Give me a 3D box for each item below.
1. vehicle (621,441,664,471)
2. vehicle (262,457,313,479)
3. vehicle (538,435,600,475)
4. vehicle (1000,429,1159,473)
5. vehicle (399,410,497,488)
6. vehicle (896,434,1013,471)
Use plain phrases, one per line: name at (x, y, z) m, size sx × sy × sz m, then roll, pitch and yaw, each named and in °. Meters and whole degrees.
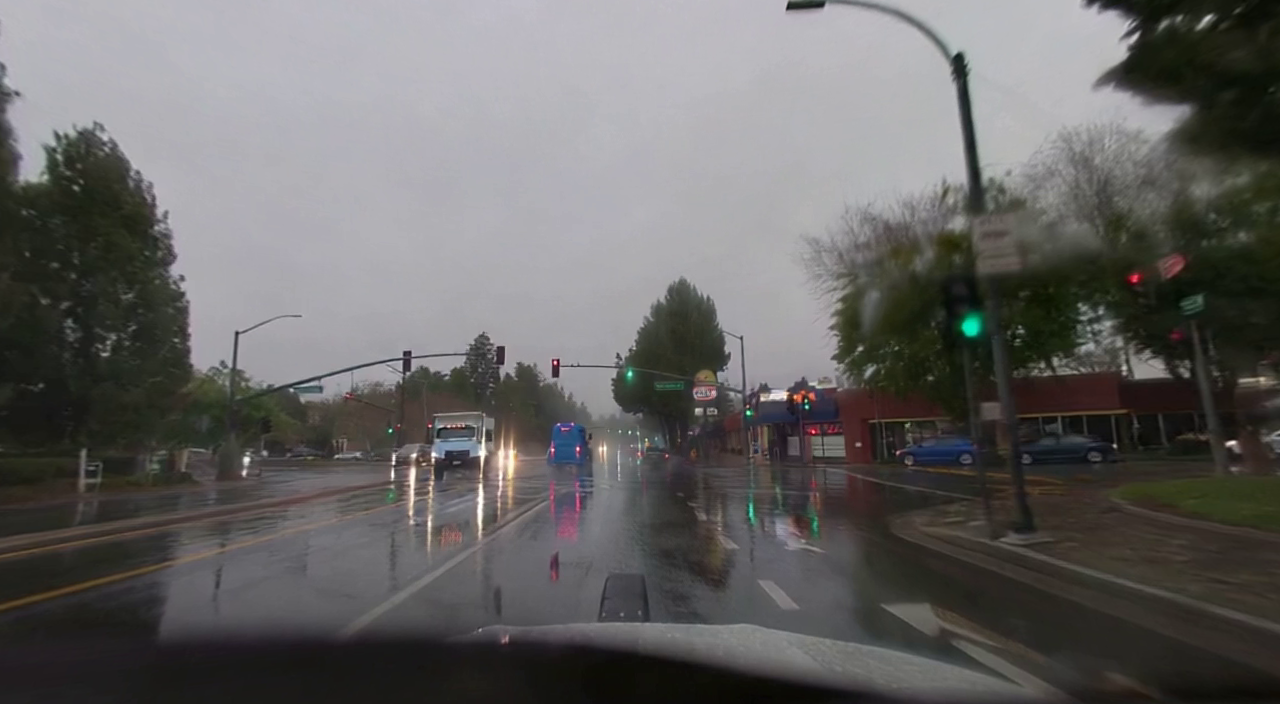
vehicle at (0.148, 5.484, 33.435) m, size 2.103 × 1.487 × 4.101 m, roll 0°, pitch -9°, yaw 1°
vehicle at (-26.523, 8.693, 47.485) m, size 4.432 × 1.480 × 1.915 m, roll -8°, pitch -11°, yaw 41°
vehicle at (-3.368, 5.078, 31.306) m, size 2.464 × 1.777 × 5.128 m, roll 0°, pitch -9°, yaw 0°
vehicle at (16.001, 3.622, 23.214) m, size 4.520 × 1.455 × 1.968 m, roll -6°, pitch -10°, yaw 35°
vehicle at (-7.168, 3.683, 24.218) m, size 2.507 × 2.667 × 4.567 m, roll 0°, pitch -8°, yaw -3°
vehicle at (14.207, 4.533, 28.639) m, size 4.406 × 1.512 × 1.935 m, roll -6°, pitch -10°, yaw 35°
